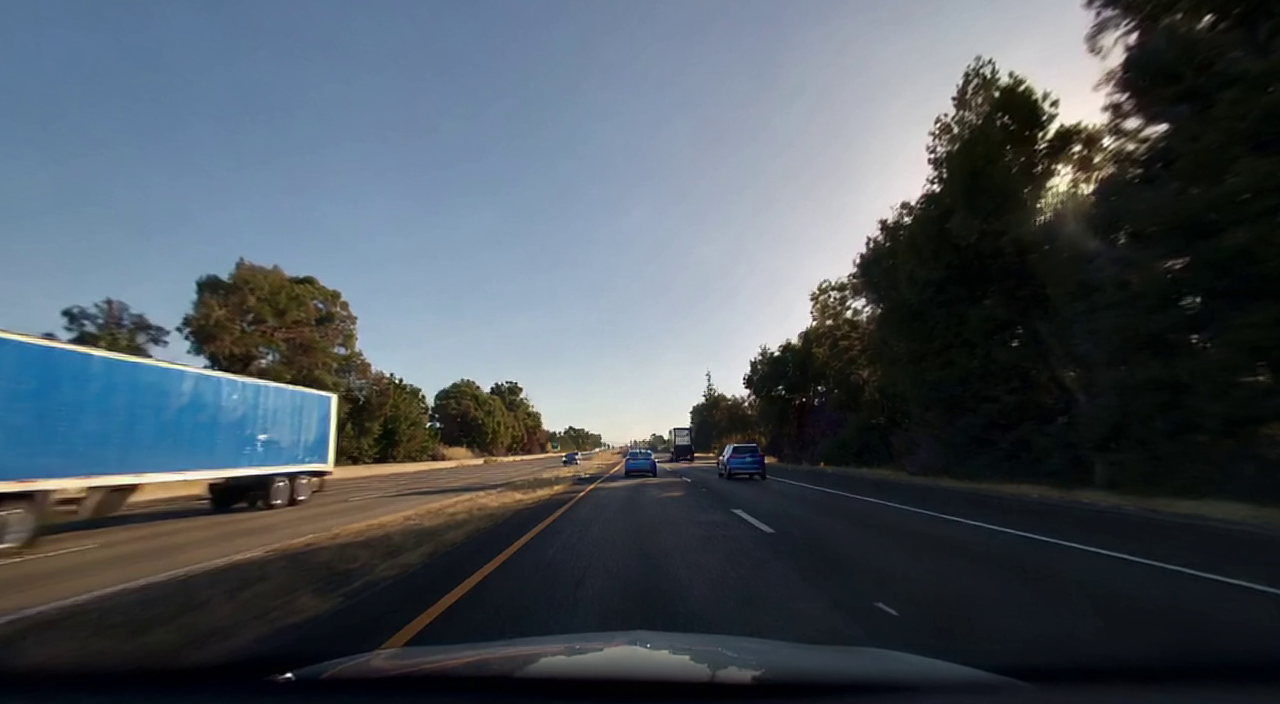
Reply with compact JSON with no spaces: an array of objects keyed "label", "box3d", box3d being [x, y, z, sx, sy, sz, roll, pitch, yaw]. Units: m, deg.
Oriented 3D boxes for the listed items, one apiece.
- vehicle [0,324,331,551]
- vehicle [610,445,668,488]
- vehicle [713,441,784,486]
[{"label":"vehicle","box3d":[-13.218,2.238,15.732,2.989,4.089,16.109,-1,-9,-1]},{"label":"vehicle","box3d":[-0.031,4.387,24.344,2.066,1.490,3.759,-1,-9,0]},{"label":"vehicle","box3d":[4.041,4.222,24.069,1.953,1.540,4.101,-1,-9,0]}]
